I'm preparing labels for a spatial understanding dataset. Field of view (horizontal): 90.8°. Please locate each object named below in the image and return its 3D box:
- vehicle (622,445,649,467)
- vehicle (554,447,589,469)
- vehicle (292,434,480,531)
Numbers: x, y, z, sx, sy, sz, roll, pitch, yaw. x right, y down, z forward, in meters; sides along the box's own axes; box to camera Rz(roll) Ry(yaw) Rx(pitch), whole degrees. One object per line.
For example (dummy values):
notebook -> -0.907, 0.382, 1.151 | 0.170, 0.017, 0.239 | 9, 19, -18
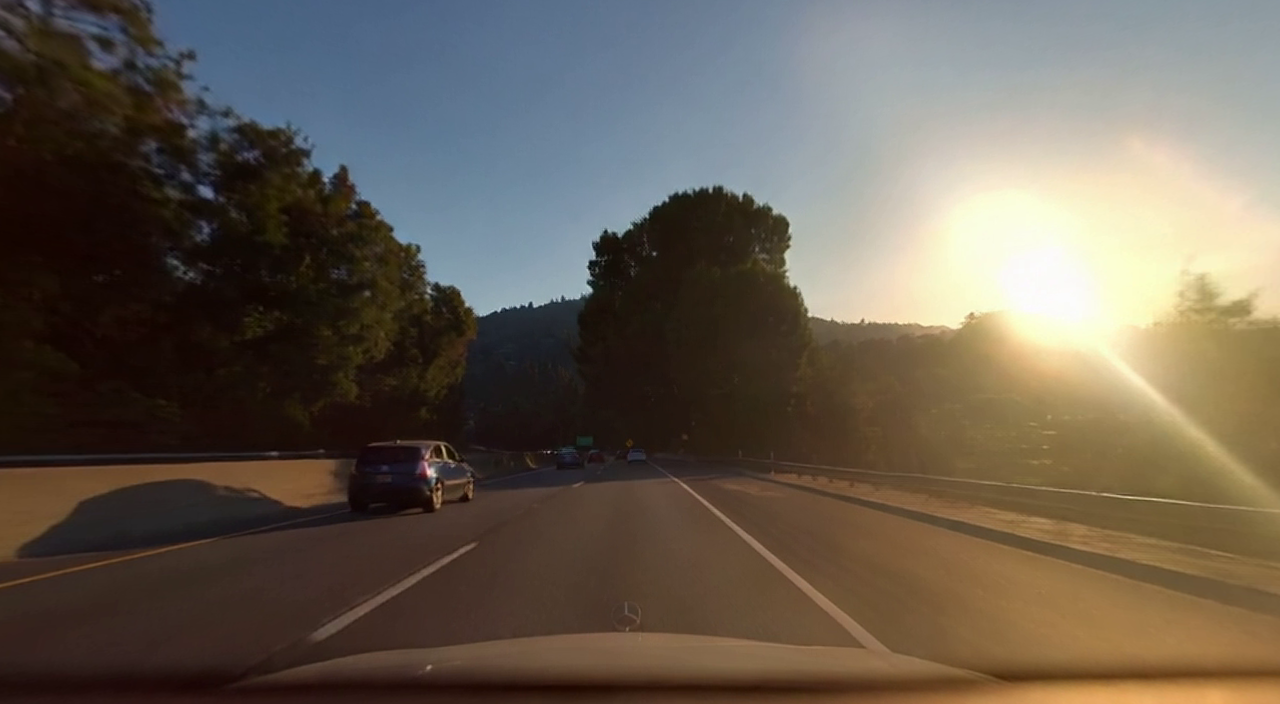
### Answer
vehicle -> -0.396, 8.196, 49.917 | 2.070, 1.603, 4.806 | 0, -9, -1
vehicle -> -4.806, 7.466, 44.730 | 2.052, 1.468, 4.390 | 0, -9, 0
vehicle -> -4.577, 2.399, 12.203 | 1.838, 1.508, 4.317 | 0, -9, 0
